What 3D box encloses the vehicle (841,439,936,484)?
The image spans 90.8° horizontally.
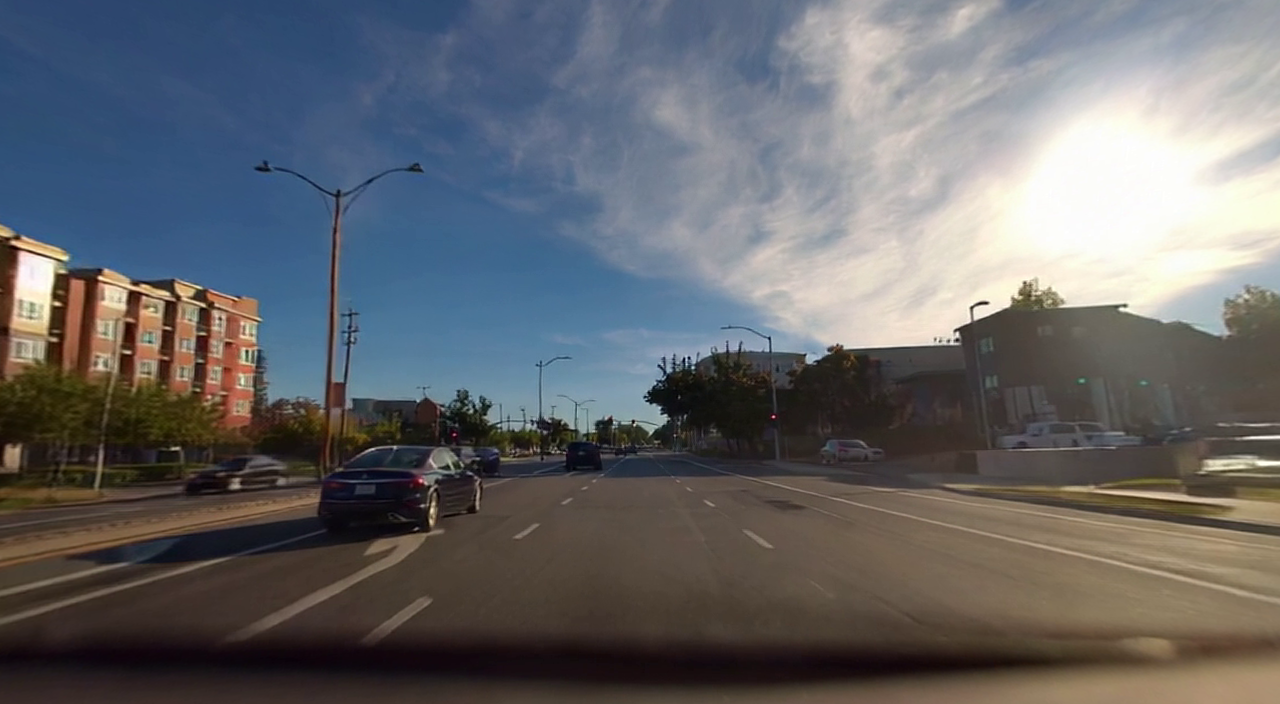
[{"bbox_3d":[9.999,4.434,25.819,1.992,1.664,4.246,0,-9,-2],"label":"vehicle"}]

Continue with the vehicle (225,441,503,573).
[{"bbox_3d":[-3.583,2.076,9.359,2.144,1.447,4.421,0,-9,0],"label":"vehicle"}]

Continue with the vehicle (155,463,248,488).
[{"bbox_3d":[-27.810,7.813,40.120,4.658,1.478,1.968,-1,-9,7],"label":"vehicle"}]

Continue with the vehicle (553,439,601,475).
[{"bbox_3d":[-3.581,6.063,36.692,2.220,1.888,4.904,0,-9,1],"label":"vehicle"}]

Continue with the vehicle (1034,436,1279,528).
[{"bbox_3d":[10.530,2.545,12.992,1.853,1.548,4.340,0,-9,-3],"label":"vehicle"}]

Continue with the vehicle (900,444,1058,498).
[{"bbox_3d":[10.047,3.545,19.312,2.045,1.418,4.869,0,-9,-1],"label":"vehicle"}]
